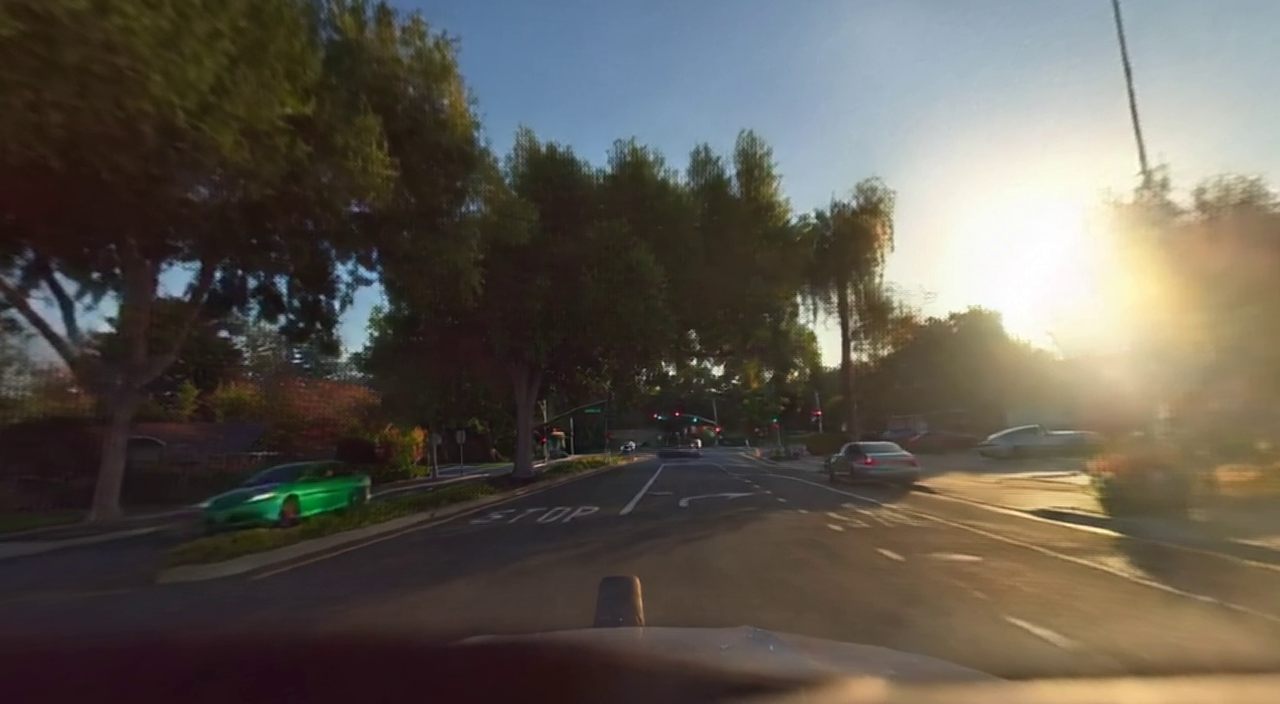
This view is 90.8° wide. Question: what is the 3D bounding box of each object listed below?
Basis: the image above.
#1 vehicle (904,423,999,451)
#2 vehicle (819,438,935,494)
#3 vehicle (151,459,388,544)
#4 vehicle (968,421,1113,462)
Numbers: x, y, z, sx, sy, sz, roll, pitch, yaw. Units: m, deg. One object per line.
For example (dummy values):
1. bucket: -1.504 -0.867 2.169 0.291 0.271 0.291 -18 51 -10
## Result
1. vehicle: 17.026 4.683 34.656 4.210 1.474 1.799 -1 -8 5
2. vehicle: 6.874 3.339 18.892 1.917 1.440 4.335 -1 -8 2
3. vehicle: -8.201 3.308 14.704 2.067 1.491 4.807 -2 -9 9
4. vehicle: 15.217 3.443 24.209 4.164 1.470 1.921 -1 -8 6
